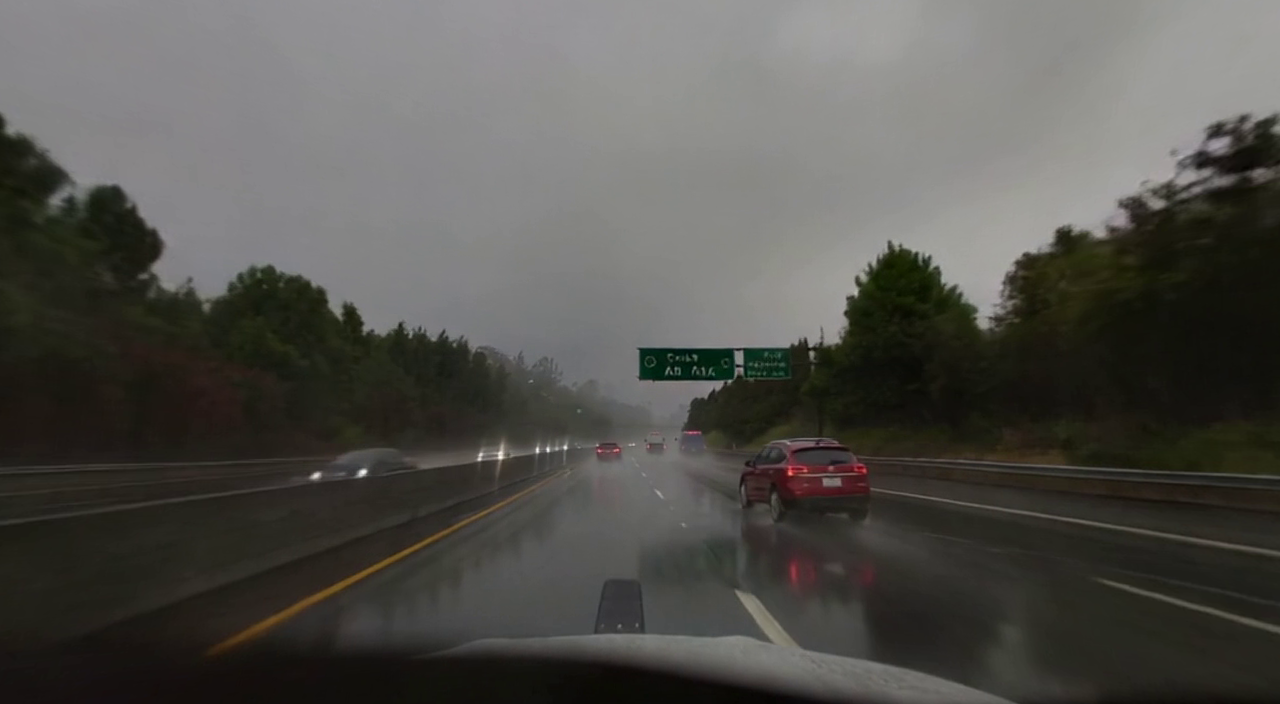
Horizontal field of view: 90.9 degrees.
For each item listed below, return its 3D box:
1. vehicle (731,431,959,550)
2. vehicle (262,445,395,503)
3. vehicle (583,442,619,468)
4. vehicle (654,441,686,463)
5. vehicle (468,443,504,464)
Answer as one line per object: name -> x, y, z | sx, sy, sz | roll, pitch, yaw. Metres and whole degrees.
vehicle -> 2.977, 2.090, 10.479 | 1.961, 1.495, 4.743 | 1, -8, -3
vehicle -> -9.179, 3.580, 19.039 | 1.855, 1.455, 4.469 | 0, -8, -2
vehicle -> -2.353, 6.252, 38.677 | 2.055, 1.466, 4.317 | 1, -8, -3
vehicle -> 2.186, 7.404, 46.806 | 1.995, 1.556, 3.893 | 1, -8, -3
vehicle -> -11.943, 7.906, 49.131 | 1.918, 1.515, 3.988 | 0, -8, -2
